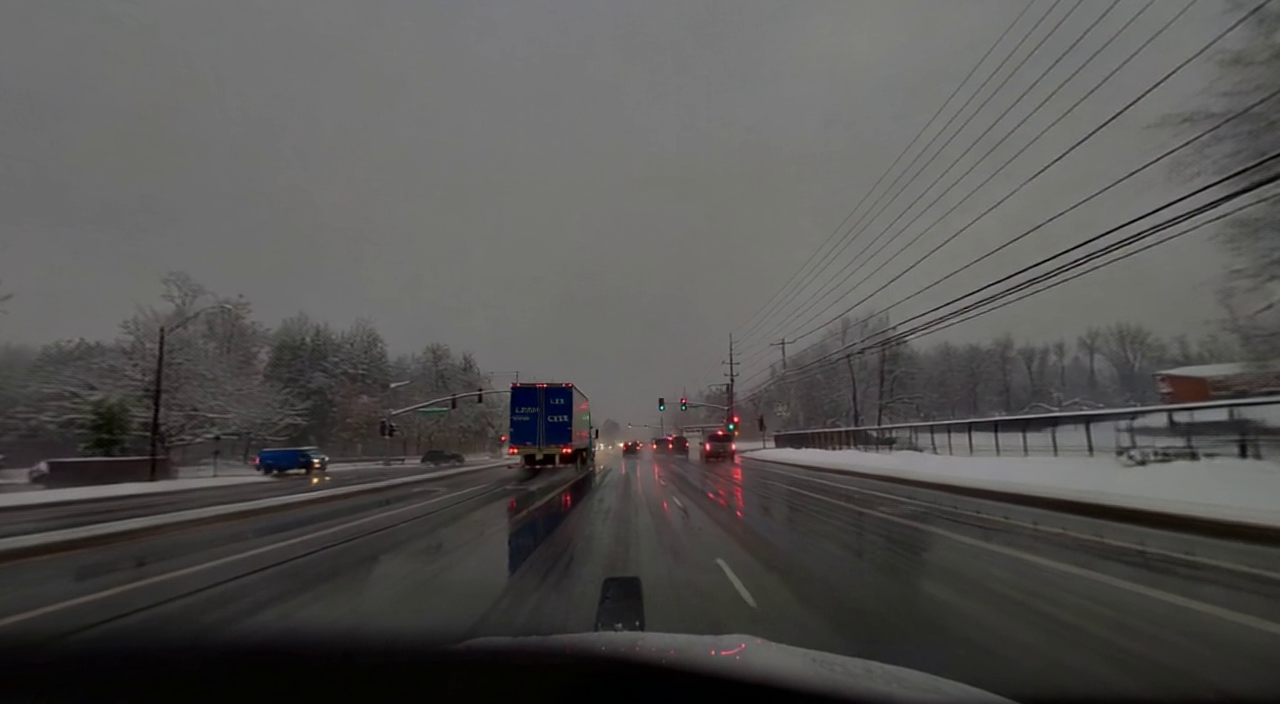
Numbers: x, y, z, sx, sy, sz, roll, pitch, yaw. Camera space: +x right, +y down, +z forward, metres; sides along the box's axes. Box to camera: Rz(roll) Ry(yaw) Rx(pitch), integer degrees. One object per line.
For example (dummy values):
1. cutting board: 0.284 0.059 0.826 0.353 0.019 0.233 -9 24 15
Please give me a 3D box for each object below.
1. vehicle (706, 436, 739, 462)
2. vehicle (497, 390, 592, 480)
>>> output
1. vehicle: 5.675 6.727 43.874 2.102 1.662 4.533 -1 -9 5
2. vehicle: -3.875 3.693 27.742 2.889 3.347 8.285 0 -9 0
